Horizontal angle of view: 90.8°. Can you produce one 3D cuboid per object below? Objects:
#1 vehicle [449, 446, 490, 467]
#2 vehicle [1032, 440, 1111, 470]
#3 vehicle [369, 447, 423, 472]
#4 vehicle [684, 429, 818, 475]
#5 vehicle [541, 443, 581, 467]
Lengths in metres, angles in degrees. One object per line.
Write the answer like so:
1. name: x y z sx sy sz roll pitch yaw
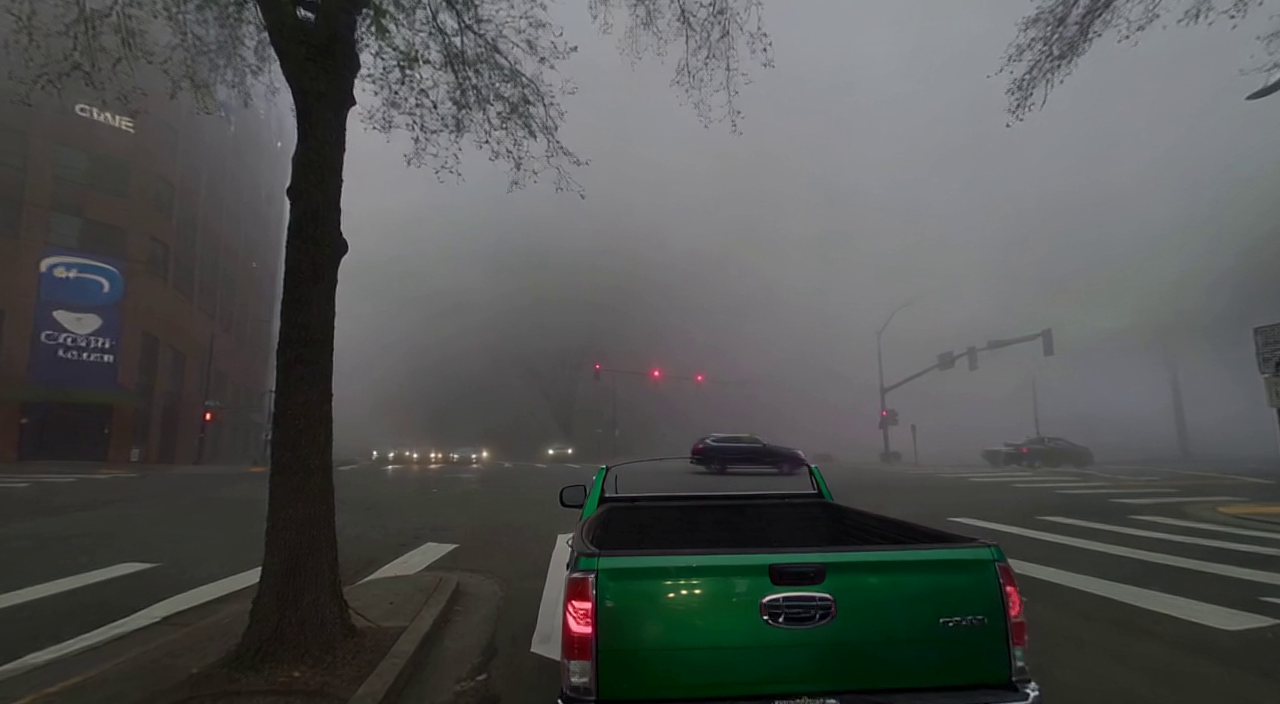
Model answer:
1. vehicle: -12.611 7.759 47.090 1.946 1.474 4.008 0 -9 0
2. vehicle: 26.359 6.269 38.551 4.541 1.731 2.007 5 -10 -28
3. vehicle: -16.245 7.138 42.240 1.883 1.586 4.297 0 -9 0
4. vehicle: 5.103 4.617 29.288 5.667 1.927 2.289 -4 -9 25
5. vehicle: -5.338 6.842 42.265 1.879 1.464 4.457 3 -9 -17
